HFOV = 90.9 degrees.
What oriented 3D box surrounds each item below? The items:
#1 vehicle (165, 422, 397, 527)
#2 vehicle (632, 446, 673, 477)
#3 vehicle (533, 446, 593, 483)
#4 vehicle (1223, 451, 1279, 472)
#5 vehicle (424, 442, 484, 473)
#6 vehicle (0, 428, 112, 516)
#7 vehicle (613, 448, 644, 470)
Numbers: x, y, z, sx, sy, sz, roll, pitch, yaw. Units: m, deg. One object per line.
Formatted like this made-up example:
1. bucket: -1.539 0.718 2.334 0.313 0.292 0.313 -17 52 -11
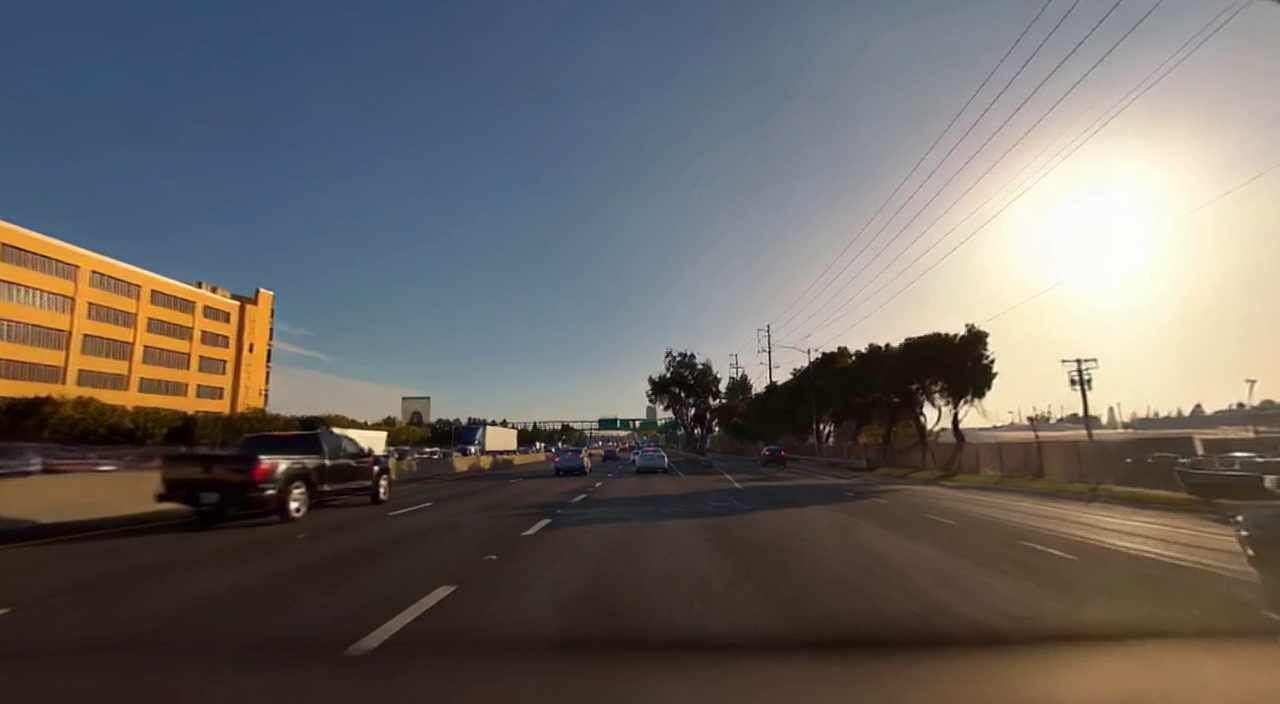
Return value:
1. vehicle: -7.335 2.524 13.678 2.106 1.827 4.814 -1 -8 1
2. vehicle: 0.660 5.952 34.518 2.107 1.538 3.999 -1 -8 1
3. vehicle: -3.400 5.049 28.741 2.059 1.508 4.662 -1 -8 2
4. vehicle: 44.399 7.832 45.040 3.496 1.398 1.873 -1 -9 1
5. vehicle: -12.739 7.238 43.622 2.283 1.915 5.774 -1 -8 2
6. vehicle: -12.568 2.160 11.290 2.037 1.574 4.757 -1 -8 1
7. vehicle: -0.823 8.094 47.938 2.034 1.466 4.363 -1 -8 3
